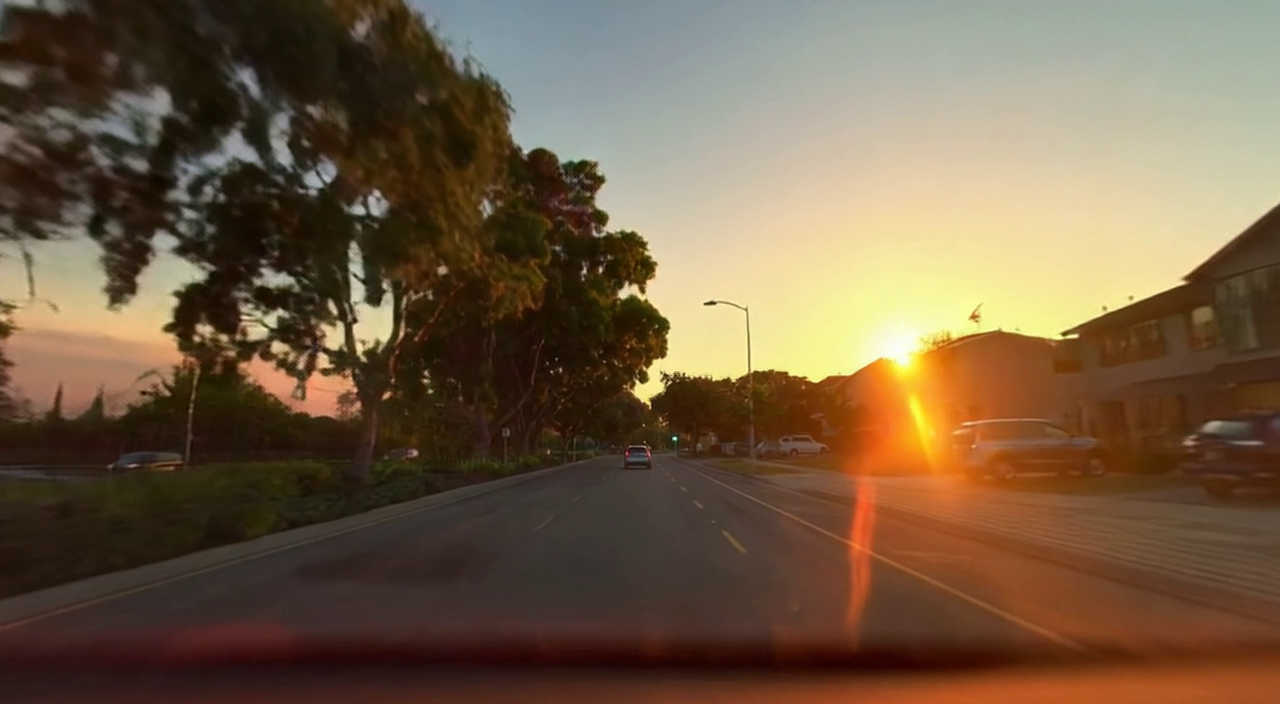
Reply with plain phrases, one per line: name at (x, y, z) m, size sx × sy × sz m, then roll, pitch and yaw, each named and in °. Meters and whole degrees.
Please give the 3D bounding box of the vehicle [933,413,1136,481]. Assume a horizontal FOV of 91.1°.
vehicle at (12.227, 2.993, 19.740) m, size 4.923 × 2.019 × 1.985 m, roll 0°, pitch -9°, yaw 2°

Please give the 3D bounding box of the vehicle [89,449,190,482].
vehicle at (-24.102, 5.435, 30.410) m, size 1.892 × 1.455 × 3.564 m, roll 0°, pitch -8°, yaw 1°

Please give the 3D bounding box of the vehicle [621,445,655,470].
vehicle at (-0.107, 6.677, 39.949) m, size 2.054 × 1.456 × 4.003 m, roll 0°, pitch -8°, yaw 0°

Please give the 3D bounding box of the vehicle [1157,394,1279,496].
vehicle at (13.289, 1.810, 12.282) m, size 4.374 × 1.787 × 2.161 m, roll 0°, pitch -9°, yaw -1°
